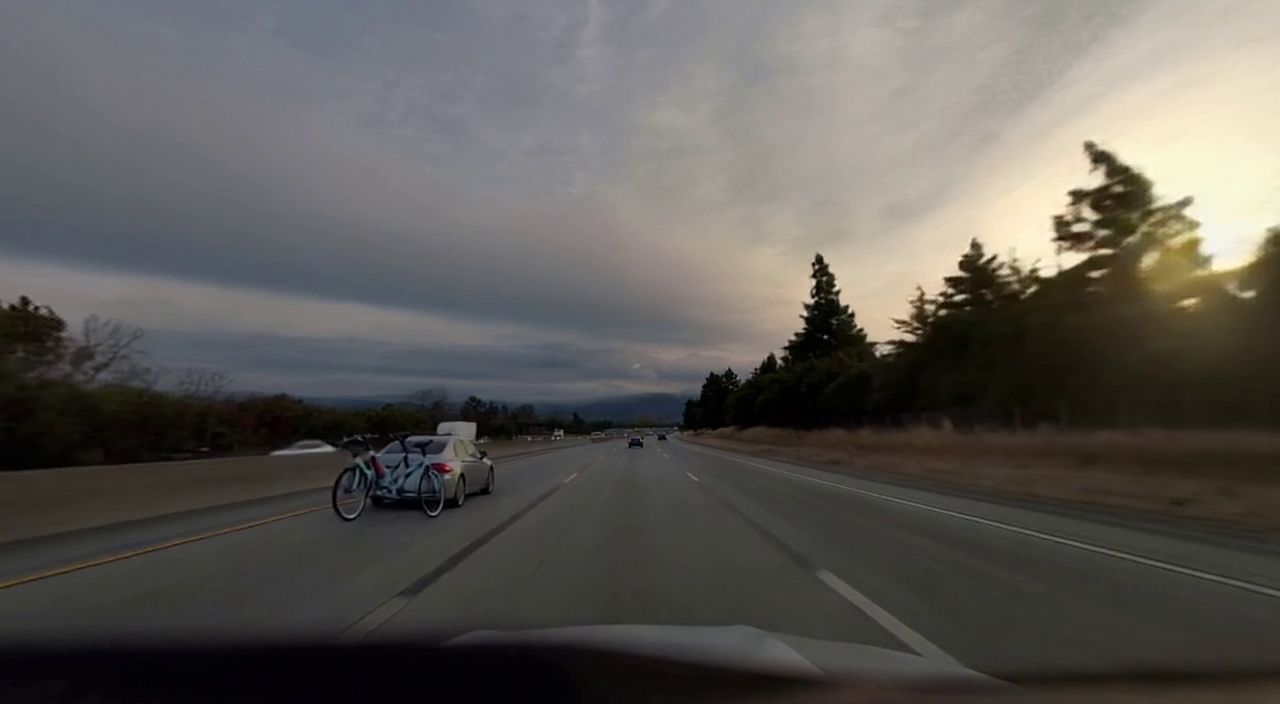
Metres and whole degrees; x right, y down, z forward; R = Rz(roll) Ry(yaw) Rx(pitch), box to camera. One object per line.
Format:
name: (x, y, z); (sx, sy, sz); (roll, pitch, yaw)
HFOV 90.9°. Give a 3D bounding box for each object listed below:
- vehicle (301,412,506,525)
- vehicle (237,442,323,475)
vehicle: (-3.964, 2.007, 11.542); (2.064, 1.647, 4.381); (0, -8, 0)
vehicle: (-17.761, 5.250, 31.322); (1.855, 1.444, 4.044); (0, -8, 0)
